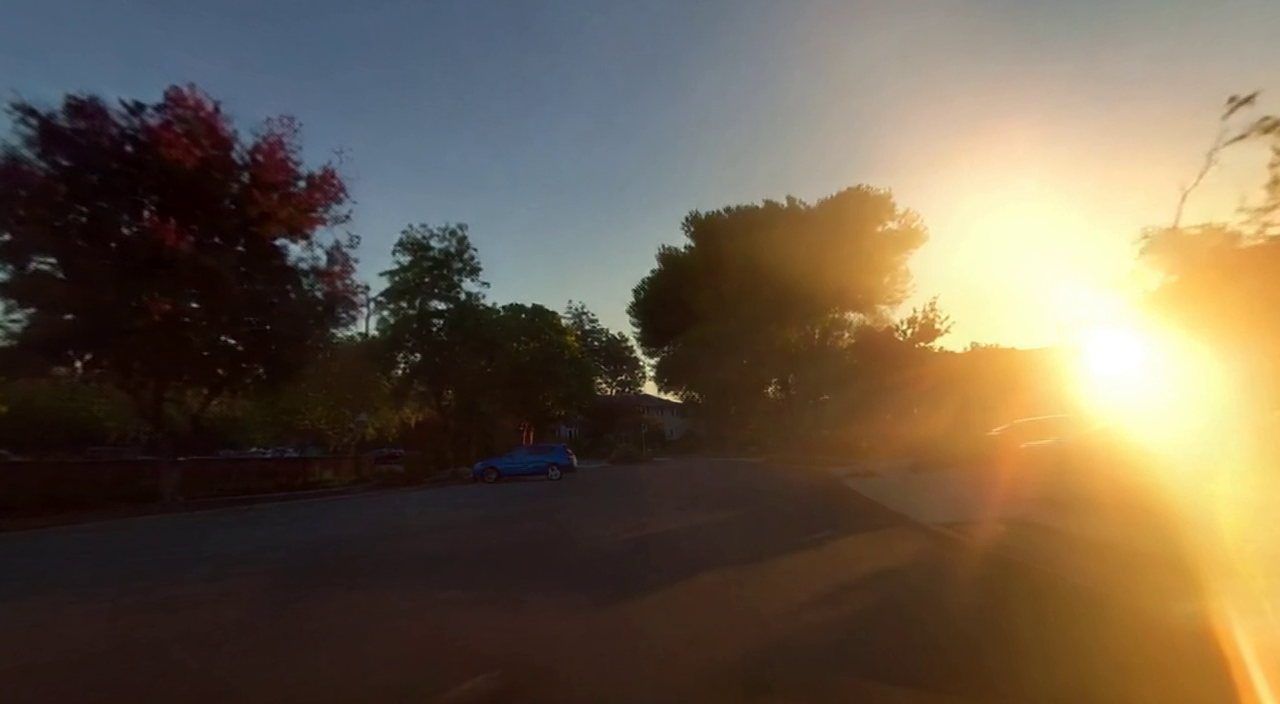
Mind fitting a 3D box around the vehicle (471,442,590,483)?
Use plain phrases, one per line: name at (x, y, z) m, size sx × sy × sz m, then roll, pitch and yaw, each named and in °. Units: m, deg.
vehicle at (-4.697, 4.788, 27.517) m, size 4.692 × 1.660 × 1.879 m, roll -1°, pitch -9°, yaw 9°
